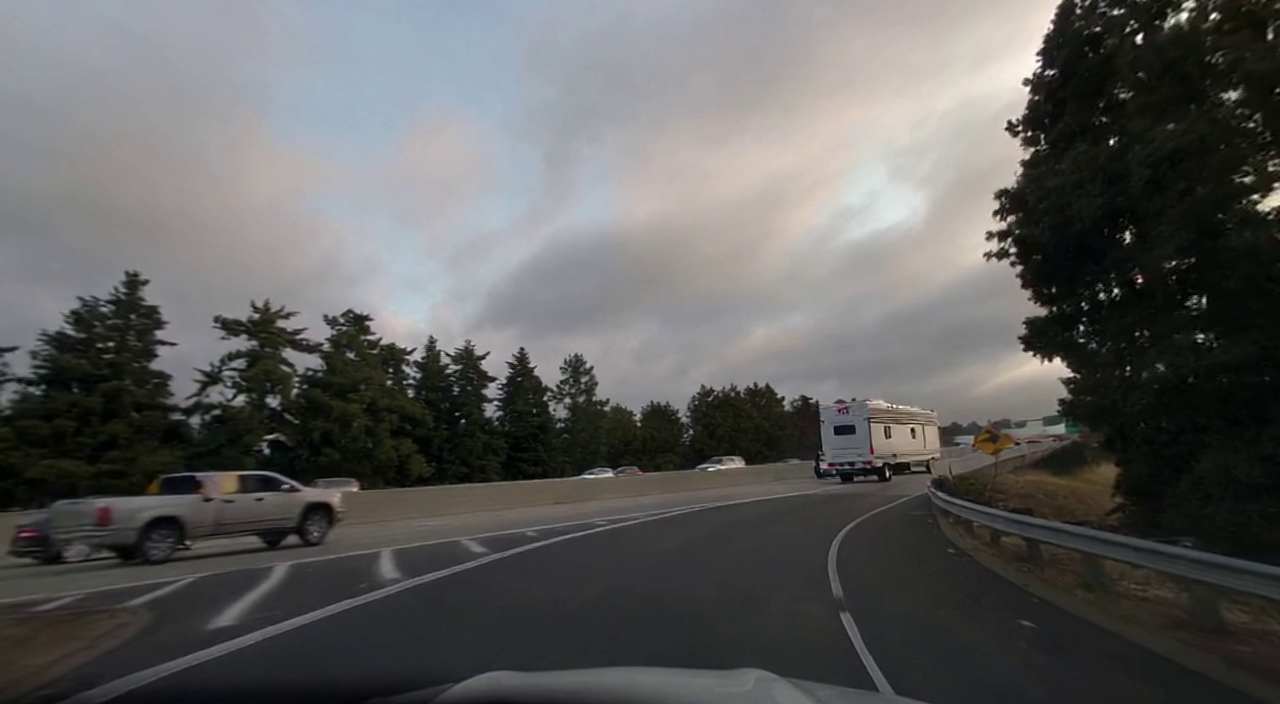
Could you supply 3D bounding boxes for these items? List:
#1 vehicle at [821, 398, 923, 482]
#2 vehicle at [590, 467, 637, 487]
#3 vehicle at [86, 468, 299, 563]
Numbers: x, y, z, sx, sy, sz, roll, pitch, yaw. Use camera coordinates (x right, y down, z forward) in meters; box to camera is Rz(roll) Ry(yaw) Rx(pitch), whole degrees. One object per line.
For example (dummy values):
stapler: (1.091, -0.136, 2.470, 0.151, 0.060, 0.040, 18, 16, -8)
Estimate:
vehicle: (14.005, 5.310, 37.518, 3.123, 4.328, 9.076, -7, -11, 35)
vehicle: (-2.025, 9.773, 49.376, 1.746, 1.384, 3.705, -6, -11, 35)
vehicle: (-8.994, 3.193, 12.851, 1.778, 1.560, 3.030, -7, -11, 37)
